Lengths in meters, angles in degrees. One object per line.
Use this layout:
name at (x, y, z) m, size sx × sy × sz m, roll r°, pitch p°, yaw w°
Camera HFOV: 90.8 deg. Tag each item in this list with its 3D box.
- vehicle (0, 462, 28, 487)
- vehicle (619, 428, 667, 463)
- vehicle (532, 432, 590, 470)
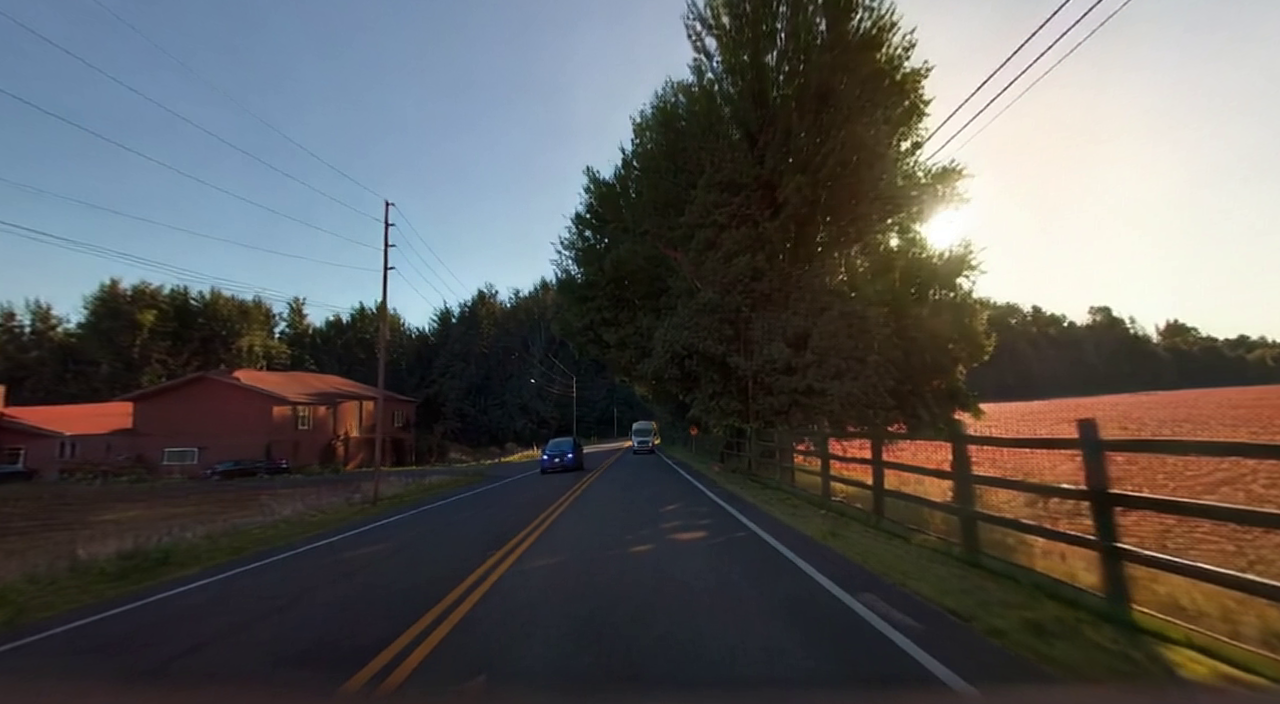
vehicle at (-49.615, 9.547, 49.262) m, size 1.944 × 1.767 × 3.885 m, roll 6°, pitch -10°, yaw -35°
vehicle at (0.098, 5.609, 37.939) m, size 2.649 × 1.870 × 5.885 m, roll 0°, pitch -8°, yaw -2°
vehicle at (-3.980, 5.119, 32.762) m, size 2.342 × 1.778 × 4.613 m, roll 0°, pitch -8°, yaw 1°
